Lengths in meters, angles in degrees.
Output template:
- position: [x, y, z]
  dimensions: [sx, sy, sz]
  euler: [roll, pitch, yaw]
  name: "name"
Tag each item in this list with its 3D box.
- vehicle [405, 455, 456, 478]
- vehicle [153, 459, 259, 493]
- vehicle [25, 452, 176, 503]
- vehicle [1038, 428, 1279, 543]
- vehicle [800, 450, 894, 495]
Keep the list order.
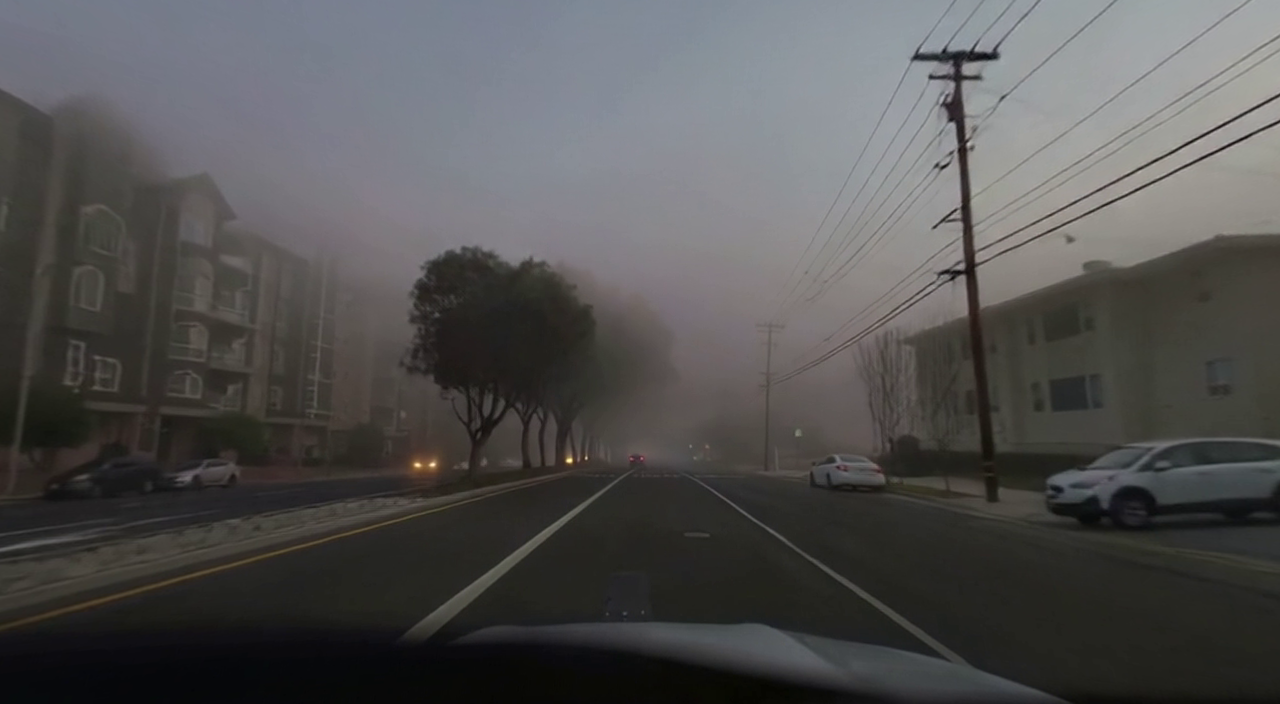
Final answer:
- position: [-14.798, 8.126, 44.827]
  dimensions: [1.873, 1.469, 4.442]
  euler: [-1, -8, 3]
  name: "vehicle"
- position: [-21.818, 6.226, 31.998]
  dimensions: [1.906, 1.487, 4.773]
  euler: [0, -8, 1]
  name: "vehicle"
- position: [-21.867, 5.049, 25.883]
  dimensions: [1.895, 1.798, 4.703]
  euler: [0, -8, 2]
  name: "vehicle"
- position: [9.423, 2.137, 10.441]
  dimensions: [4.194, 1.682, 2.061]
  euler: [-1, -8, 3]
  name: "vehicle"
- position: [7.633, 4.448, 23.732]
  dimensions: [1.986, 1.467, 4.412]
  euler: [0, -8, -1]
  name: "vehicle"
